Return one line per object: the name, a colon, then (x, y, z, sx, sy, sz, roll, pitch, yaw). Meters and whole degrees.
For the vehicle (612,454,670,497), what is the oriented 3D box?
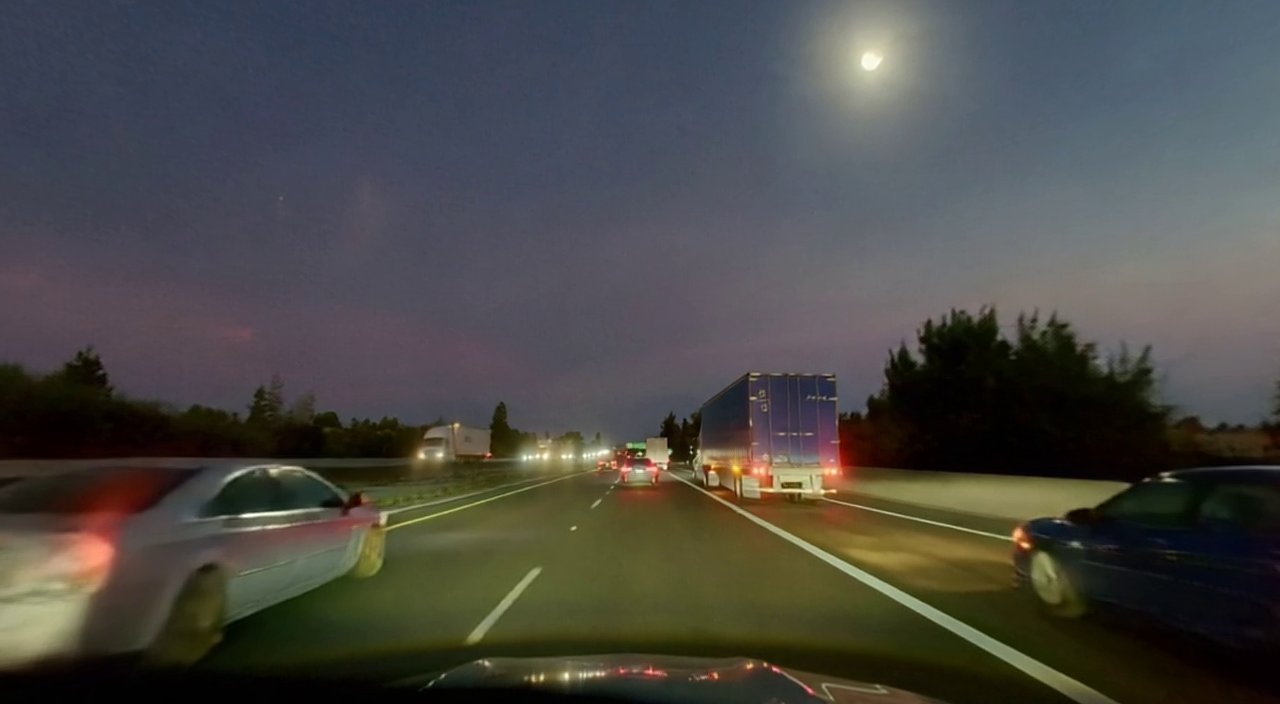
vehicle: (0.011, 4.774, 24.764, 2.089, 1.516, 4.191, 0, -9, -1)

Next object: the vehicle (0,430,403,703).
vehicle: (-3.587, 1.374, 4.551, 2.105, 1.467, 4.099, 0, -9, 1)

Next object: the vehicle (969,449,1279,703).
vehicle: (4.296, 1.317, 3.999, 2.037, 1.377, 4.407, 0, -9, 0)

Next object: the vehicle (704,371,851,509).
vehicle: (4.704, 3.646, 25.384, 2.877, 4.035, 13.897, 0, -9, 0)
